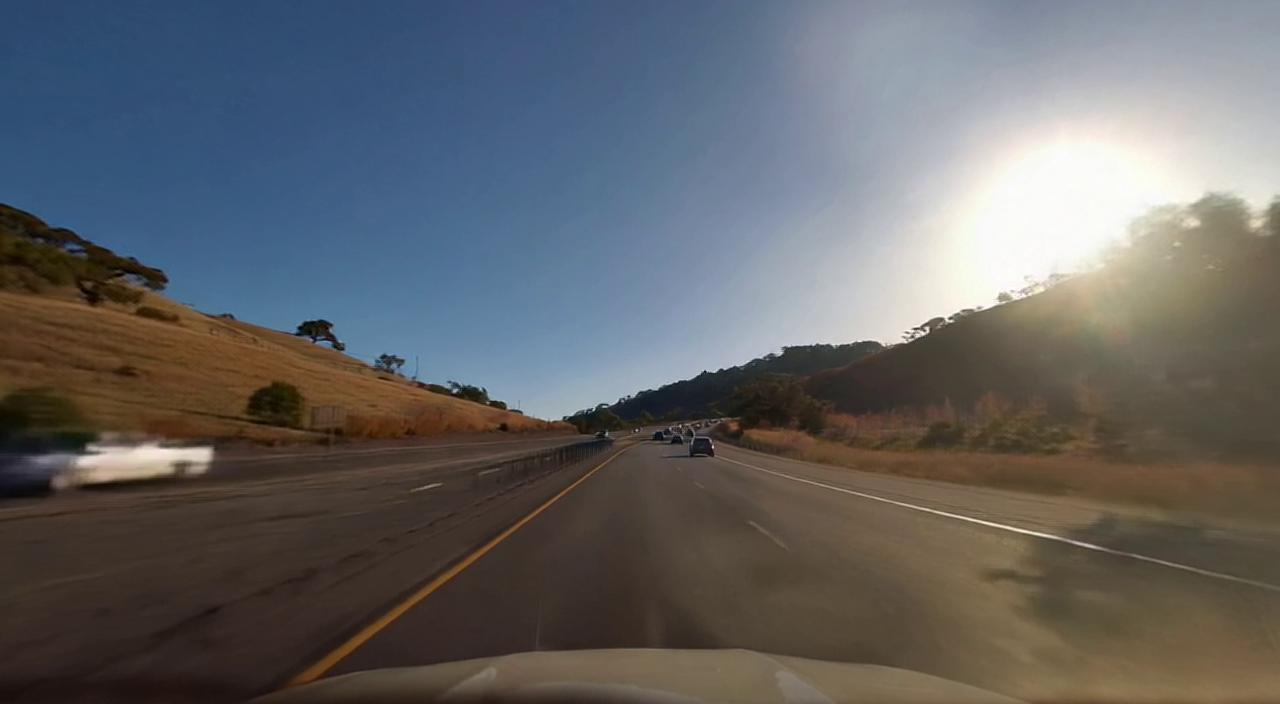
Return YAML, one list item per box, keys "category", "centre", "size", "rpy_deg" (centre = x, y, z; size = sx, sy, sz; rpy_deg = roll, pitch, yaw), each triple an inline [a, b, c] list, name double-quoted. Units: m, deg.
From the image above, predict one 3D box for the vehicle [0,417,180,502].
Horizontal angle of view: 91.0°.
- category: "vehicle"
  centre: [-13.962, 2.530, 15.209]
  size: [2.098, 1.724, 4.494]
  rpy_deg: [0, -8, 3]

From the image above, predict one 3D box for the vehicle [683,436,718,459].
- category: "vehicle"
  centre: [4.050, 6.481, 42.835]
  size: [1.943, 1.490, 4.246]
  rpy_deg: [0, -8, 0]
